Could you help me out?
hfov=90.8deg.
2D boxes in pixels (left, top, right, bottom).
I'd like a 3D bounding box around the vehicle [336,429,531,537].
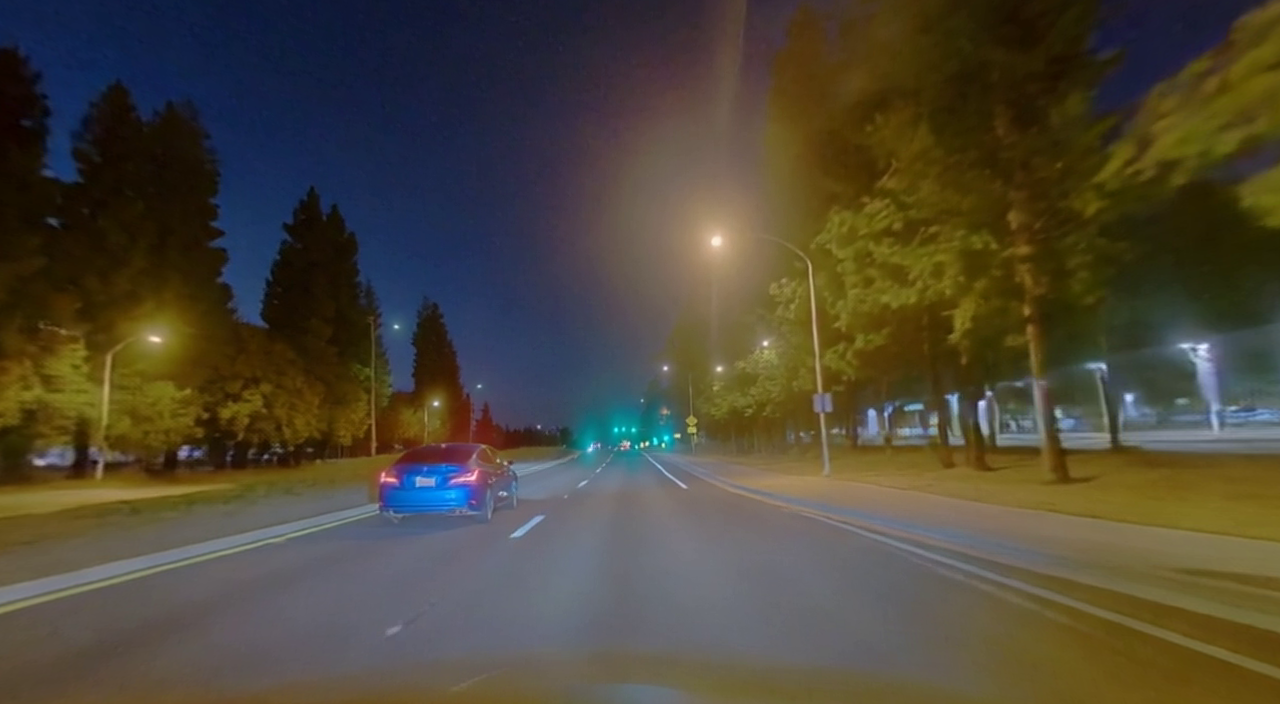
[{"bbox_3d":[-3.214,2.111,10.831,1.964,1.472,4.078,0,-8,0],"label":"vehicle"}]
